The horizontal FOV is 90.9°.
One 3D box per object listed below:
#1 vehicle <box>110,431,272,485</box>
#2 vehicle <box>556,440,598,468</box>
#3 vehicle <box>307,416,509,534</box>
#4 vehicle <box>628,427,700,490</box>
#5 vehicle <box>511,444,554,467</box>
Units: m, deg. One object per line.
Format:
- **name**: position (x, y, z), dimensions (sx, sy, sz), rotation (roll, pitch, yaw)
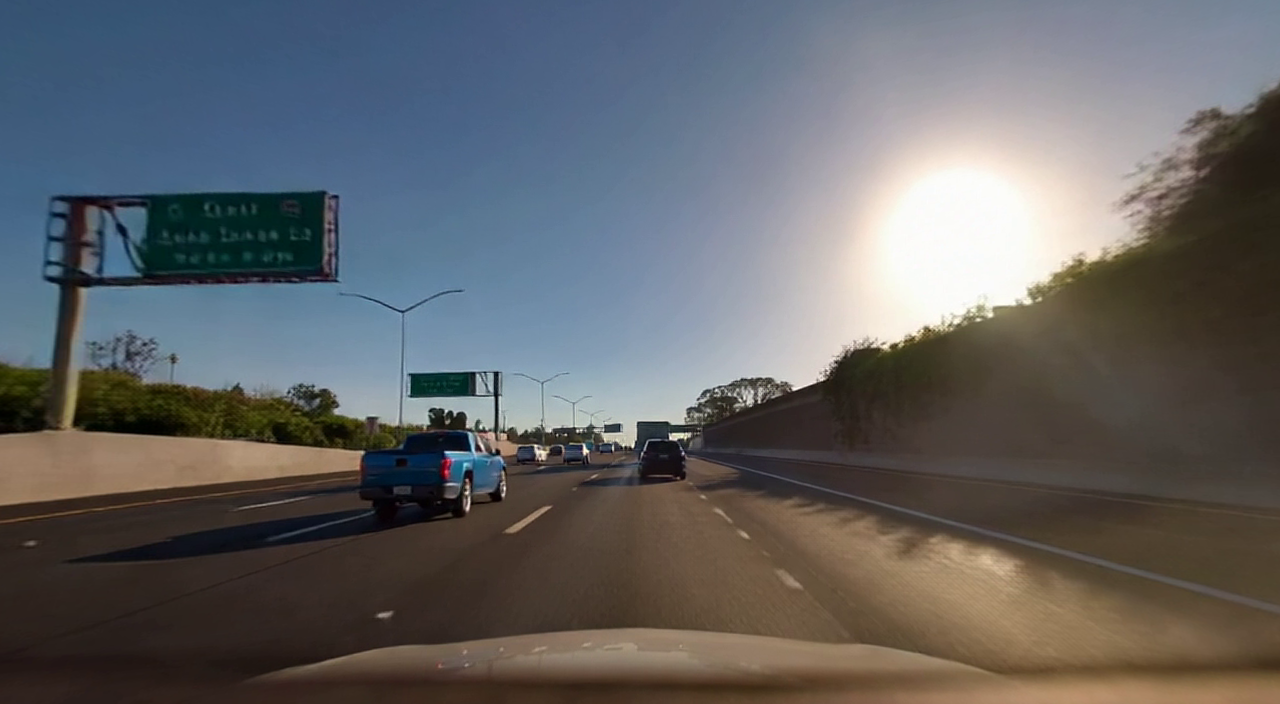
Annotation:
- **vehicle**: position (-16.159, 3.842, 23.129), dimensions (2.058, 1.758, 4.937), rotation (-1, -9, 3)
- **vehicle**: position (-3.787, 6.230, 38.556), dimensions (1.961, 1.591, 4.756), rotation (0, -9, 1)
- **vehicle**: position (-4.132, 2.289, 12.385), dimensions (1.954, 1.792, 5.187), rotation (0, -9, 0)
- **vehicle**: position (0.700, 3.442, 20.714), dimensions (2.083, 1.792, 4.782), rotation (0, -9, 0)
- **vehicle**: position (-7.394, 7.174, 43.937), dimensions (2.081, 1.463, 4.749), rotation (0, -9, 1)
